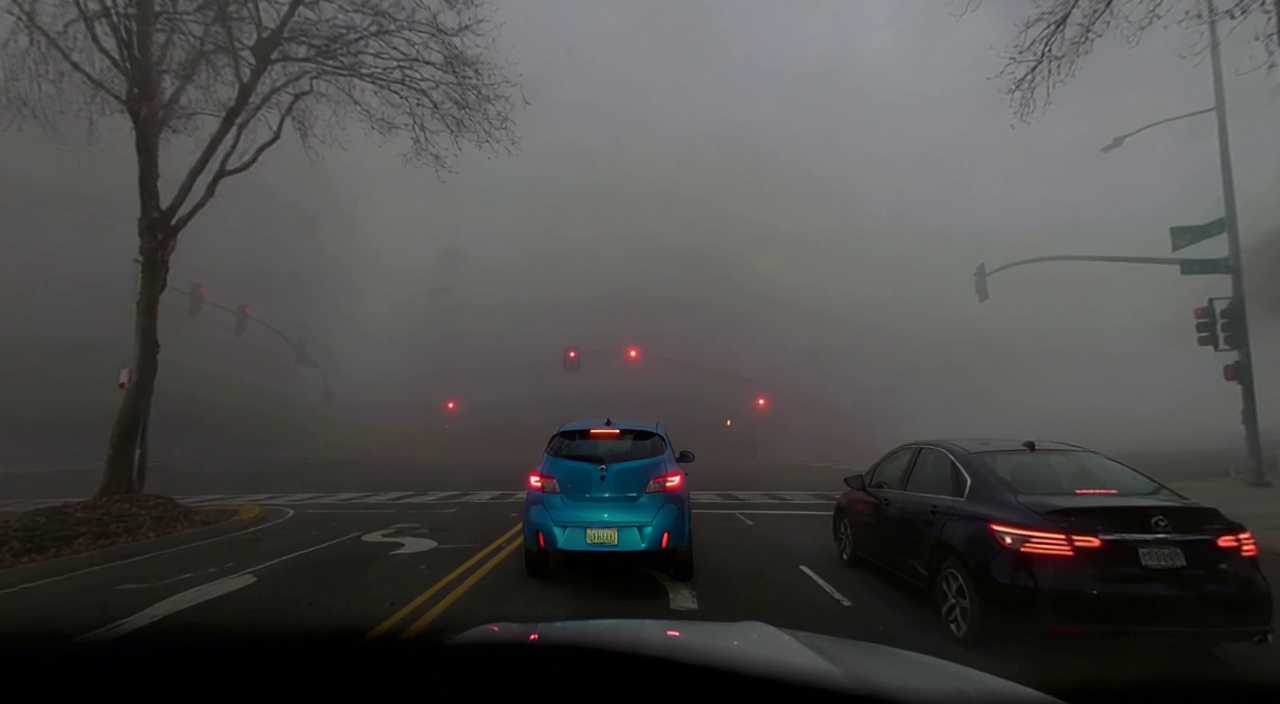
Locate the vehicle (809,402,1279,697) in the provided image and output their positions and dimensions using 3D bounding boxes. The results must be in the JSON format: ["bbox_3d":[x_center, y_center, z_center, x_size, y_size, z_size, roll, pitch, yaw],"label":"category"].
[{"bbox_3d":[3.165,1.402,5.763,1.932,1.562,4.629,0,-9,-1],"label":"vehicle"}]

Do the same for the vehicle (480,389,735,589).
[{"bbox_3d":[-0.344,1.526,7.790,2.247,1.760,4.231,0,-9,-2],"label":"vehicle"}]
